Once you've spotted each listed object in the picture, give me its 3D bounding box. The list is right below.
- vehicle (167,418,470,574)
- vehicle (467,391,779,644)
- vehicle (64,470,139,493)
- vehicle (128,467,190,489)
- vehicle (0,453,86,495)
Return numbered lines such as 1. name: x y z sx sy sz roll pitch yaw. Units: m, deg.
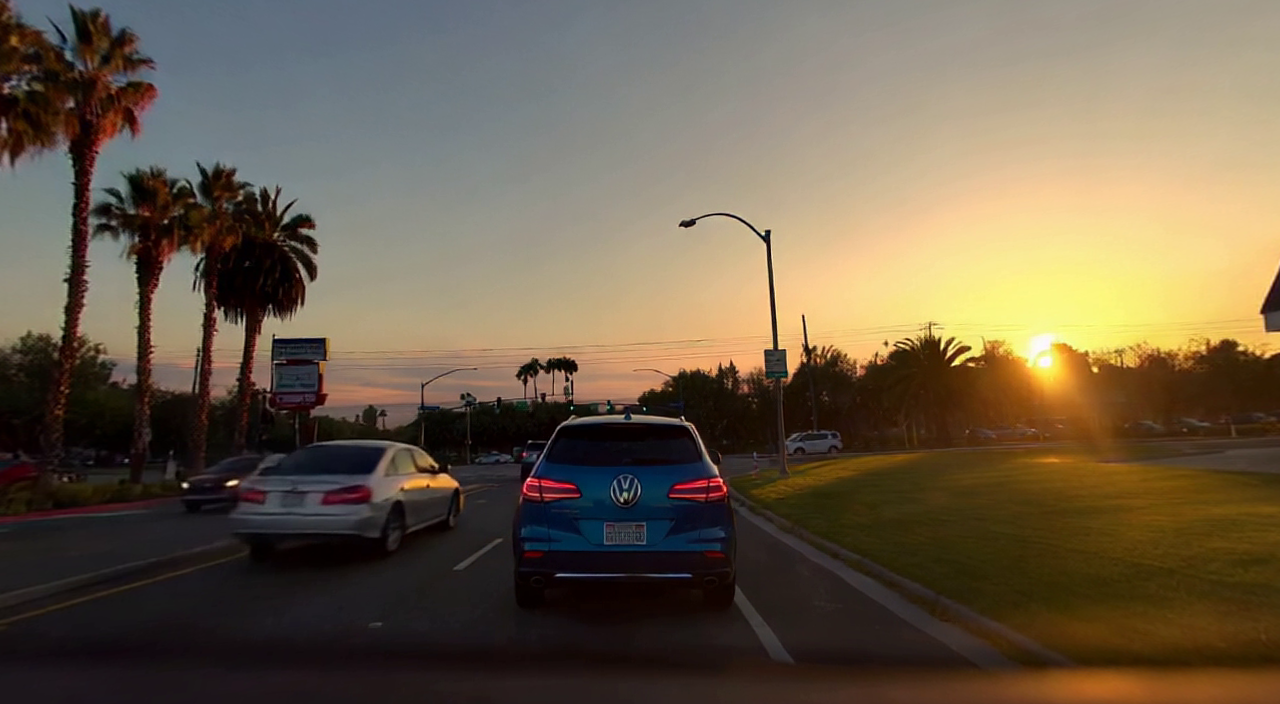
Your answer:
1. vehicle: -4.028 1.870 8.979 2.023 1.648 4.302 0 -9 0
2. vehicle: -0.141 1.429 6.384 2.137 1.728 3.926 0 -9 -1
3. vehicle: -39.935 9.618 47.001 1.823 1.427 4.251 0 -9 -1
4. vehicle: -35.630 9.302 46.876 1.672 1.397 3.682 0 -9 0
5. vehicle: -28.116 5.420 28.202 4.584 1.714 2.186 4 -10 -27
